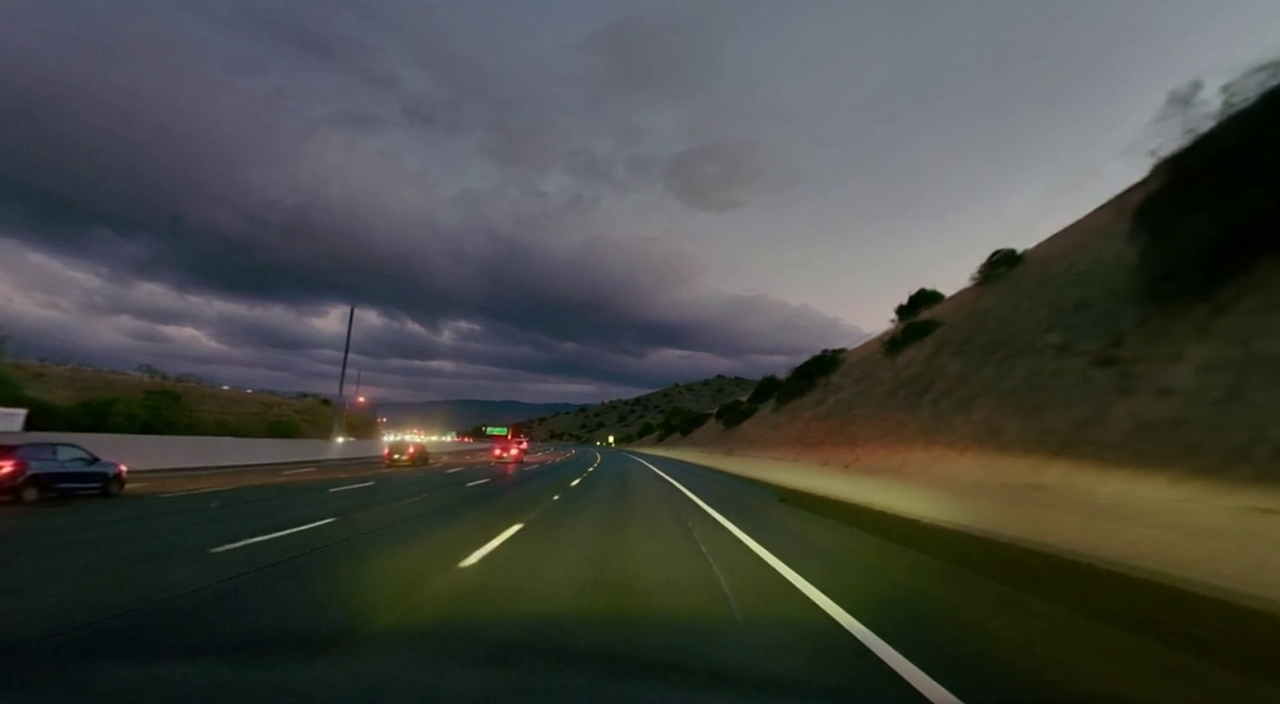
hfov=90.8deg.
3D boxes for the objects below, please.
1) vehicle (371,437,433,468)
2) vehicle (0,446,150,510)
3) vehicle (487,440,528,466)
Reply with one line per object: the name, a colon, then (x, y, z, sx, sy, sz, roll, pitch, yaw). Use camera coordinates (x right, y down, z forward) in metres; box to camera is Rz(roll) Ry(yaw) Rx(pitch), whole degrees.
vehicle: (-16.015, 6.771, 42.851, 2.240, 1.953, 5.452, 0, -9, -2)
vehicle: (-15.364, 3.137, 16.220, 1.955, 1.429, 4.575, 0, -9, -1)
vehicle: (-9.322, 7.126, 44.723, 2.104, 1.715, 4.319, 0, -9, -2)
